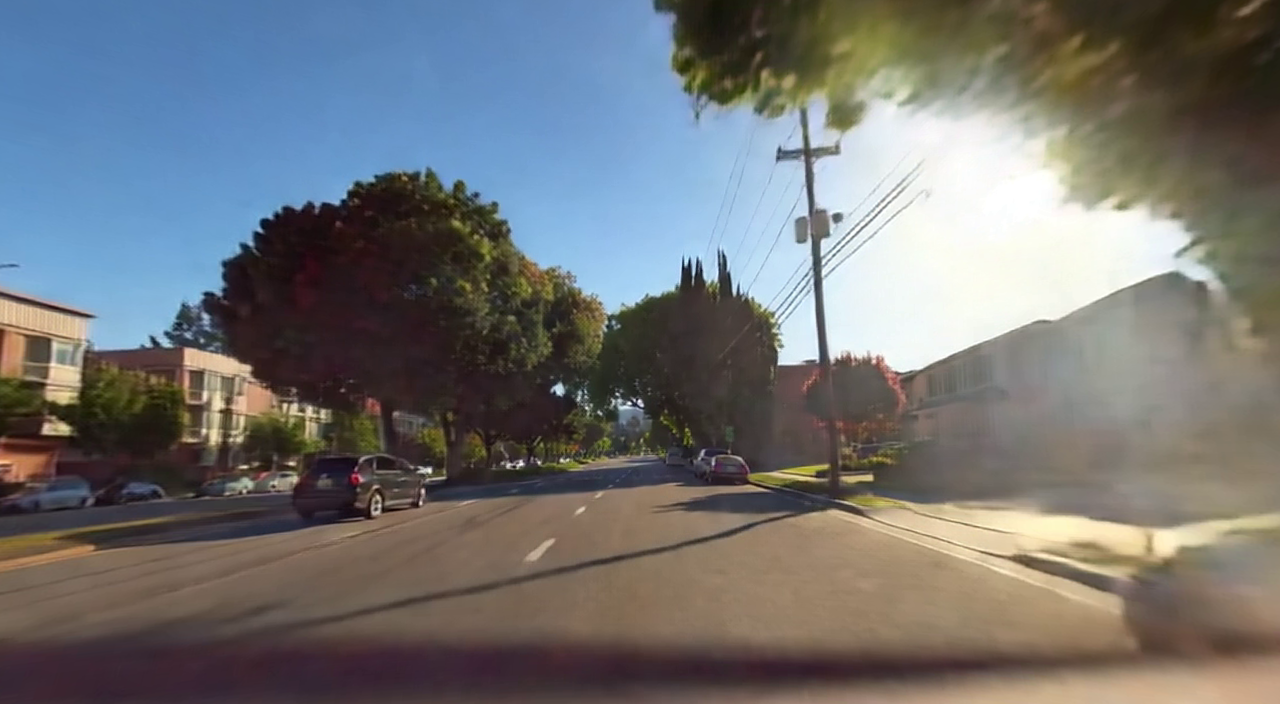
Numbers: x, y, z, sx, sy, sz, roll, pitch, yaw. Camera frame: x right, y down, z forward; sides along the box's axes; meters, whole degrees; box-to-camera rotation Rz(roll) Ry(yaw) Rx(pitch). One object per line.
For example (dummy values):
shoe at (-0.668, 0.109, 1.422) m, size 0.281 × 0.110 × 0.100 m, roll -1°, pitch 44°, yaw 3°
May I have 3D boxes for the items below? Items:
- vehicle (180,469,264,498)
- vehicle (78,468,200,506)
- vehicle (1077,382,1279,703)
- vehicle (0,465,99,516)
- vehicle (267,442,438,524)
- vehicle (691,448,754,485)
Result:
vehicle at (-25.532, 8.044, 38.733) m, size 1.883 × 1.451 × 4.676 m, roll -1°, pitch -8°, yaw 1°
vehicle at (-25.614, 6.888, 32.566) m, size 1.912 × 1.538 × 5.264 m, roll -1°, pitch -8°, yaw 1°
vehicle at (3.508, 0.767, 1.471) m, size 2.022 × 1.592 × 4.111 m, roll -1°, pitch -8°, yaw 1°
vehicle at (-25.659, 5.716, 26.325) m, size 1.894 × 1.787 × 4.711 m, roll -1°, pitch -8°, yaw 1°
vehicle at (-6.691, 3.050, 15.380) m, size 2.000 × 1.671 × 4.497 m, roll -1°, pitch -8°, yaw 1°
vehicle at (3.641, 5.145, 28.648) m, size 2.259 × 1.500 × 4.474 m, roll 0°, pitch -8°, yaw 0°
